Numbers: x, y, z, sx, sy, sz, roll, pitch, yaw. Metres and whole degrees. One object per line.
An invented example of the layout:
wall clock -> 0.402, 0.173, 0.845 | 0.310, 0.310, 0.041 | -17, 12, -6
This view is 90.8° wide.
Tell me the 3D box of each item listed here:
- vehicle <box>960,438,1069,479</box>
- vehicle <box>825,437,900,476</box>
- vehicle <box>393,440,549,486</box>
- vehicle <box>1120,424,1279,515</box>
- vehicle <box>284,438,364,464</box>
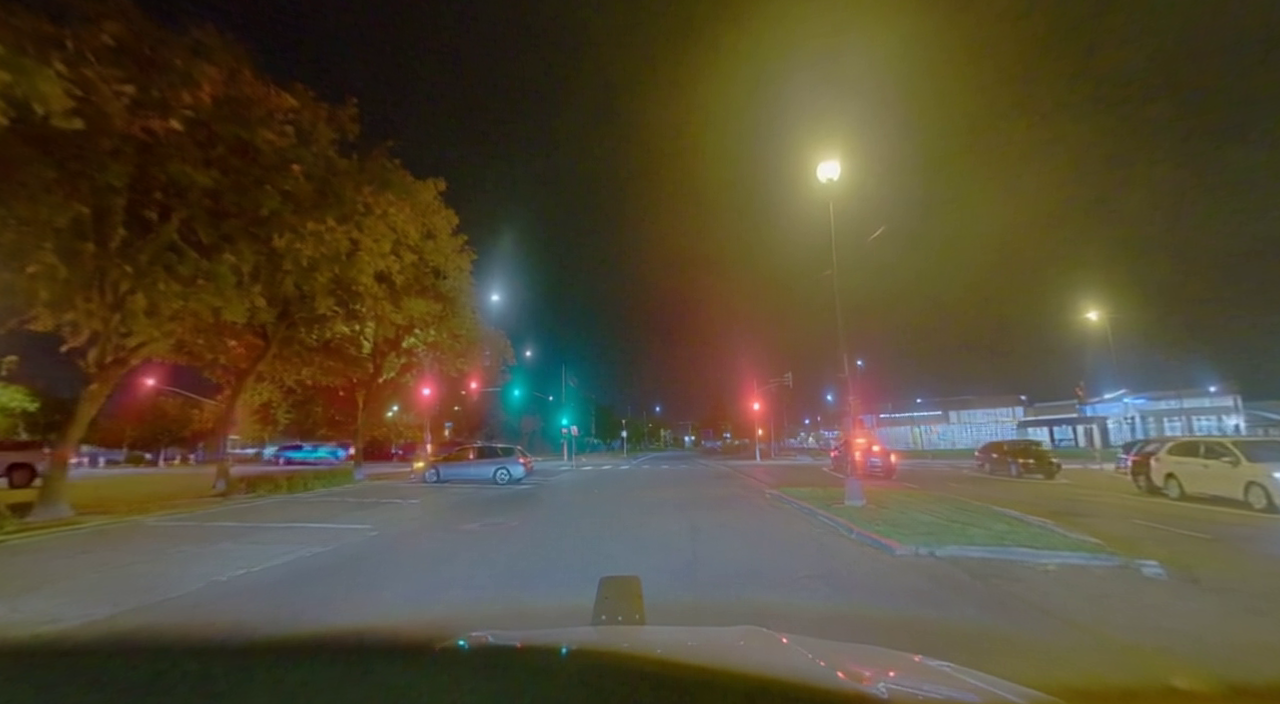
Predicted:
vehicle -> 14.918, 4.242, 25.492 | 1.951, 1.491, 4.359 | -1, -8, 4
vehicle -> 9.473, 4.478, 27.295 | 2.061, 1.519, 4.794 | -1, -8, 8
vehicle -> -5.832, 3.844, 22.075 | 4.792, 1.468, 2.116 | -2, -9, 11
vehicle -> 12.770, 2.458, 13.692 | 1.921, 1.657, 4.400 | -2, -9, 11
vehicle -> -22.306, 7.017, 44.815 | 4.906, 1.784, 1.913 | 3, -9, -23
